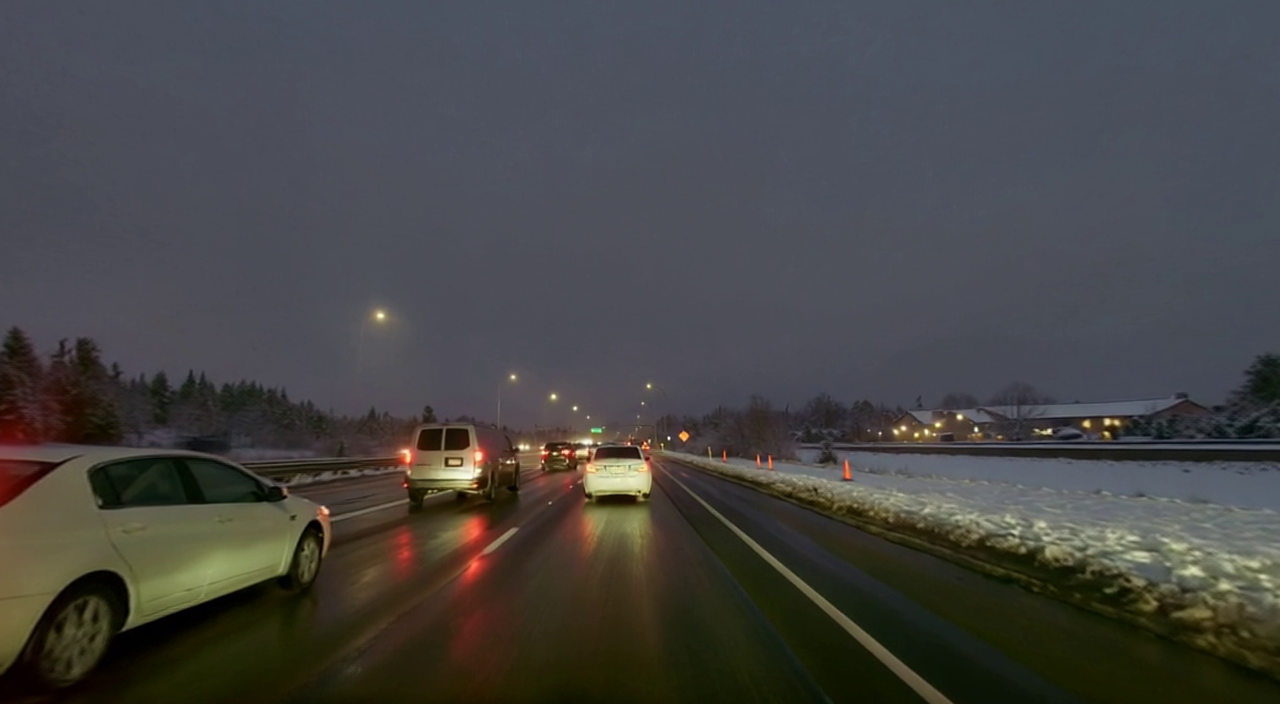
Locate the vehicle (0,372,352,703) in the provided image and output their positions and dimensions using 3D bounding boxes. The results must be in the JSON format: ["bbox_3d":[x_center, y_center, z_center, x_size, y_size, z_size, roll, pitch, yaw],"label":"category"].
[{"bbox_3d":[-3.820,1.050,3.777,2.041,1.604,4.384,0,-9,1],"label":"vehicle"}]

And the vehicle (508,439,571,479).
[{"bbox_3d":[-3.975,4.296,25.582,1.824,1.459,4.007,0,-9,1],"label":"vehicle"}]

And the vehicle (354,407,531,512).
[{"bbox_3d":[-4.284,2.490,15.044,2.324,2.012,5.740,0,-9,0],"label":"vehicle"}]

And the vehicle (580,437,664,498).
[{"bbox_3d":[-0.468,3.148,17.548,2.069,1.484,3.918,0,-9,-1],"label":"vehicle"}]
